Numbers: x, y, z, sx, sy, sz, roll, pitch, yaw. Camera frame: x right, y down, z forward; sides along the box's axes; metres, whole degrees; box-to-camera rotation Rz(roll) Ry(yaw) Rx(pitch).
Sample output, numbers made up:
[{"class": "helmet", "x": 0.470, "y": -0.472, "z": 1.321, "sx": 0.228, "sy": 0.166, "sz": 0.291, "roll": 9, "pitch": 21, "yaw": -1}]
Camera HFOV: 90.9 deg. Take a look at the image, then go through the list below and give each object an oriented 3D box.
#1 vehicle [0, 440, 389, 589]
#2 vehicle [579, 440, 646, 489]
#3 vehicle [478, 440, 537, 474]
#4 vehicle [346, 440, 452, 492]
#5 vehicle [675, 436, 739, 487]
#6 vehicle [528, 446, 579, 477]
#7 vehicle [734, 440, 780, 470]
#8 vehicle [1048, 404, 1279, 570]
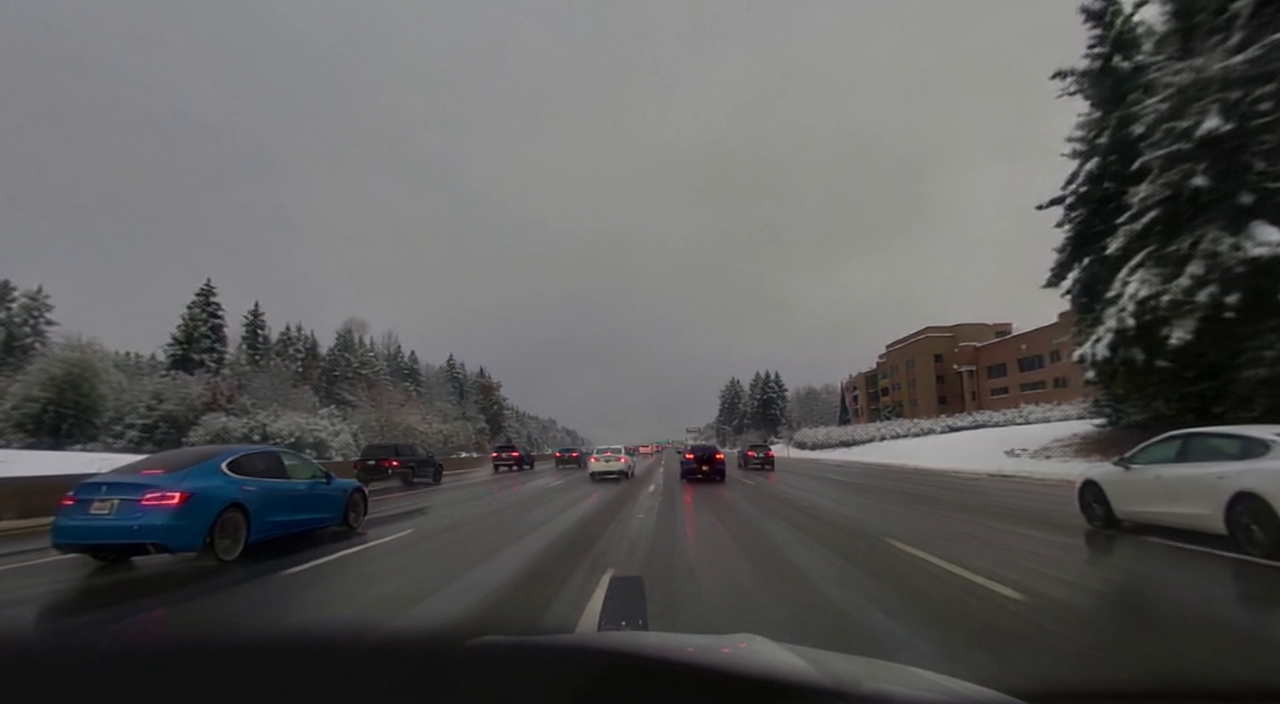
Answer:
[{"class": "vehicle", "x": -5.620, "y": 1.986, "z": 8.756, "sx": 2.116, "sy": 1.473, "sz": 4.644, "roll": -1, "pitch": -8, "yaw": 3}, {"class": "vehicle", "x": -0.915, "y": 4.113, "z": 23.520, "sx": 2.102, "sy": 1.624, "sz": 4.257, "roll": -1, "pitch": -8, "yaw": 3}, {"class": "vehicle", "x": -7.903, "y": 6.285, "z": 38.081, "sx": 2.187, "sy": 1.851, "sz": 5.085, "roll": -1, "pitch": -8, "yaw": 3}, {"class": "vehicle", "x": -8.725, "y": 4.137, "z": 23.309, "sx": 1.947, "sy": 1.683, "sz": 4.331, "roll": -1, "pitch": -8, "yaw": 4}, {"class": "vehicle", "x": 2.428, "y": 4.105, "z": 23.969, "sx": 2.114, "sy": 1.715, "sz": 4.136, "roll": -1, "pitch": -8, "yaw": 2}, {"class": "vehicle", "x": -4.436, "y": 5.683, "z": 33.011, "sx": 1.886, "sy": 1.455, "sz": 4.148, "roll": -1, "pitch": -8, "yaw": 3}, {"class": "vehicle", "x": 7.393, "y": 6.525, "z": 40.246, "sx": 2.071, "sy": 1.754, "sz": 4.484, "roll": -1, "pitch": -8, "yaw": 1}, {"class": "vehicle", "x": 7.721, "y": 1.595, "z": 7.853, "sx": 1.960, "sy": 1.726, "sz": 5.016, "roll": -1, "pitch": -8, "yaw": 1}]
